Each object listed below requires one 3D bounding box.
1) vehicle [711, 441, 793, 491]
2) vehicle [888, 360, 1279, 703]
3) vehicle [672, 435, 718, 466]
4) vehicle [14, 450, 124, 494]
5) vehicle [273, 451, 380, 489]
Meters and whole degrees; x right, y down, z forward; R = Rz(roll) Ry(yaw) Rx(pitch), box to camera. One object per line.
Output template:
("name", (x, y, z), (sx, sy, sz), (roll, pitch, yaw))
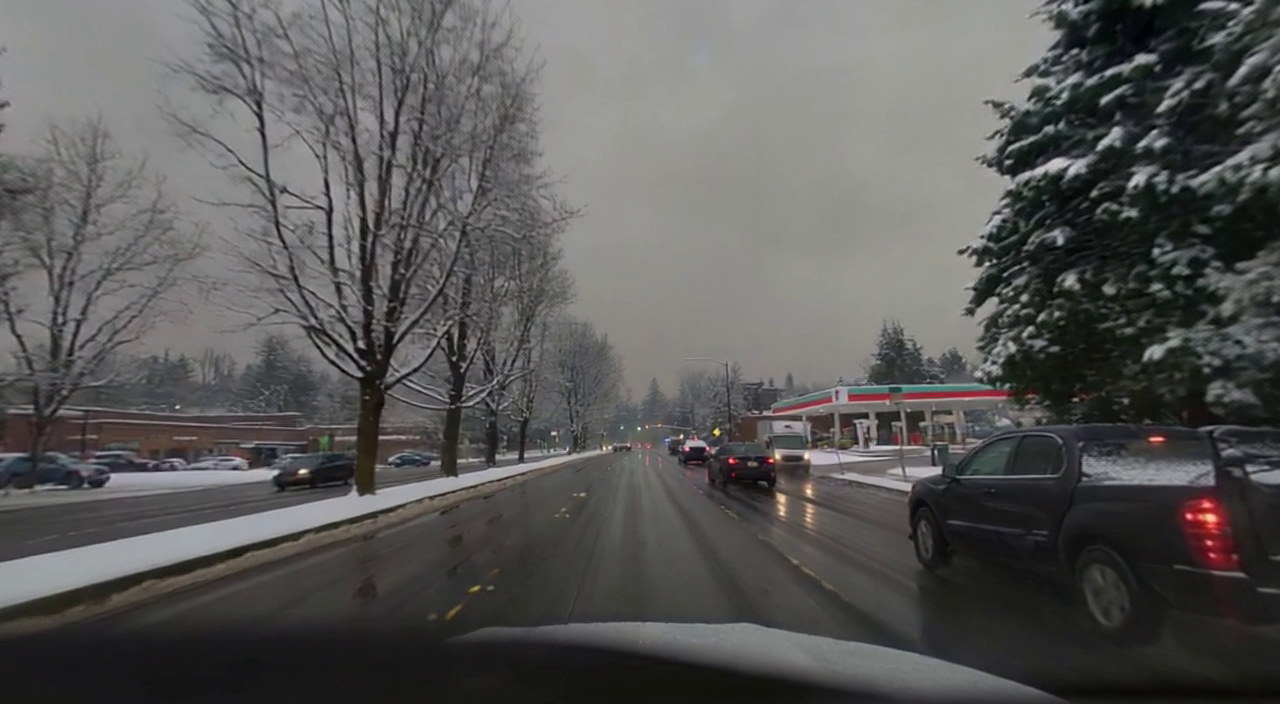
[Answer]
("vehicle", (3.602, 3.749, 21.055), (1.871, 1.442, 4.122), (0, -9, -1))
("vehicle", (3.698, 1.126, 4.384), (1.875, 1.665, 4.931), (0, -9, 0))
("vehicle", (3.673, 6.738, 43.281), (2.611, 1.983, 5.165), (0, -9, -1))
("vehicle", (-28.767, 5.986, 32.006), (2.064, 2.002, 4.835), (2, -9, -16))
("vehicle", (-14.205, 5.344, 29.045), (2.031, 1.539, 5.646), (-1, -9, 0))
